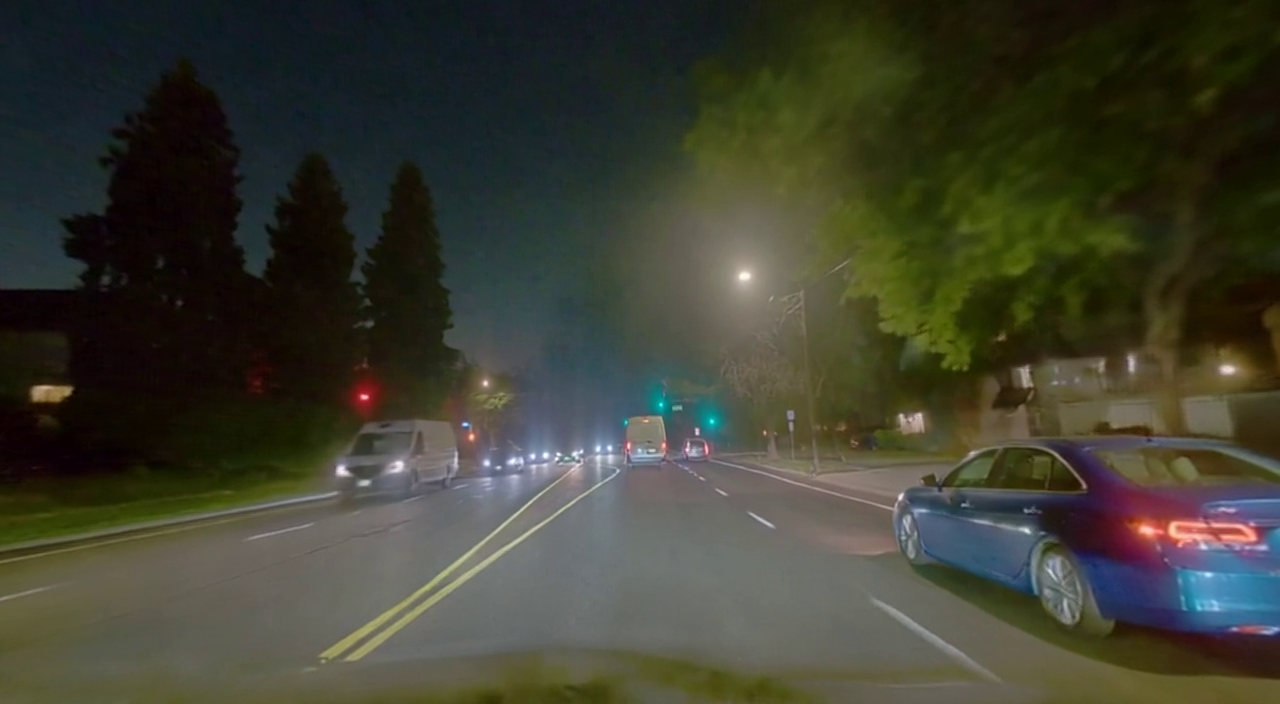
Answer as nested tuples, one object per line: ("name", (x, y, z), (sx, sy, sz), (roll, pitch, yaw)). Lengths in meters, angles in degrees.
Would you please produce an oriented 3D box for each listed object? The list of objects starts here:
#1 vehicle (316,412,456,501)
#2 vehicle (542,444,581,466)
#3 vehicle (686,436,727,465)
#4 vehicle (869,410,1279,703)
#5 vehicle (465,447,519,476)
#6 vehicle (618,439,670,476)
("vehicle", (-8.217, 3.443, 21.250), (2.383, 2.558, 5.821), (0, -8, -2))
("vehicle", (-5.658, 7.431, 45.980), (2.193, 1.502, 4.913), (0, -8, 0))
("vehicle", (4.374, 6.588, 42.491), (2.187, 1.847, 4.553), (0, -8, -1))
("vehicle", (3.558, 1.280, 4.783), (1.973, 1.447, 4.402), (0, -8, 0))
("vehicle", (-7.986, 5.906, 34.448), (2.070, 1.454, 4.400), (0, -8, -2))
("vehicle", (0.167, 4.602, 27.899), (2.114, 1.483, 4.207), (0, -8, 0))
